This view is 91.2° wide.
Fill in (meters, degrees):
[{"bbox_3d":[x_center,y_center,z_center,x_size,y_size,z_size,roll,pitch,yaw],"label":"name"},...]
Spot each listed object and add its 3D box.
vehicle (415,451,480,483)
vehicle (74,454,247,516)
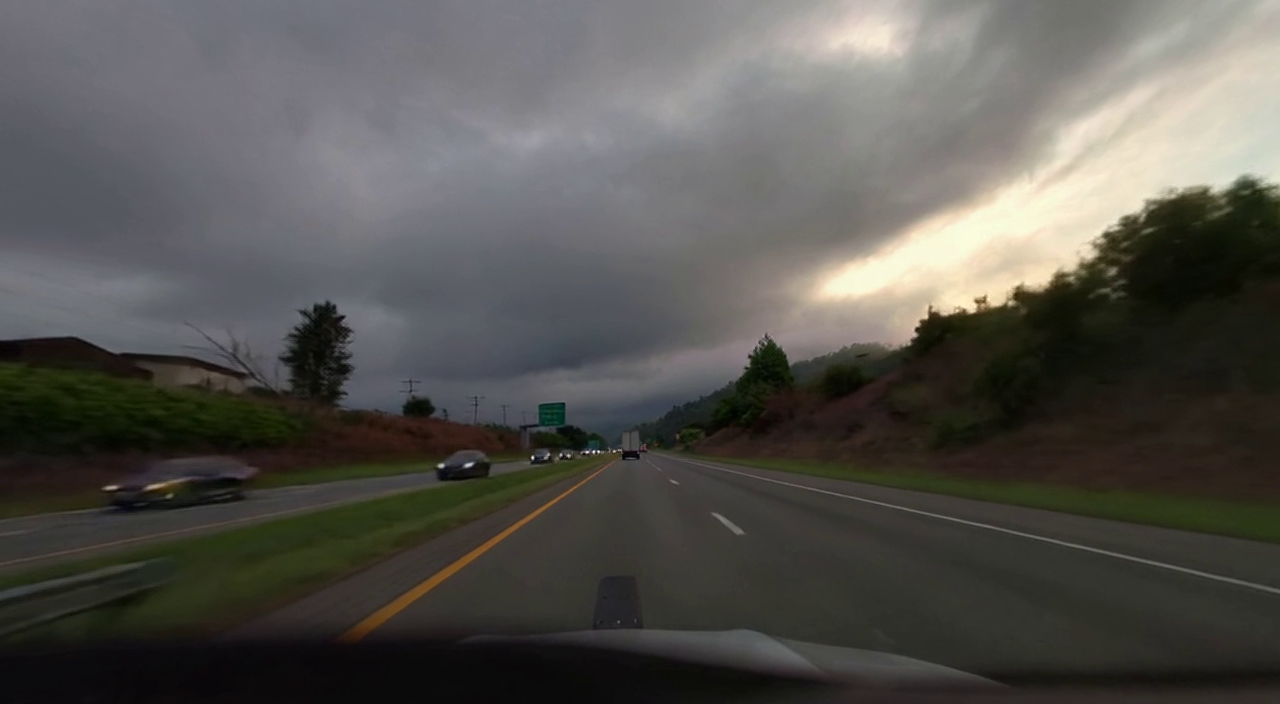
[{"bbox_3d":[-9.715,5.802,31.996,1.888,1.509,4.461,0,-9,0],"label":"vehicle"},{"bbox_3d":[-14.162,3.908,18.898,1.887,1.573,4.187,0,-9,0],"label":"vehicle"}]
